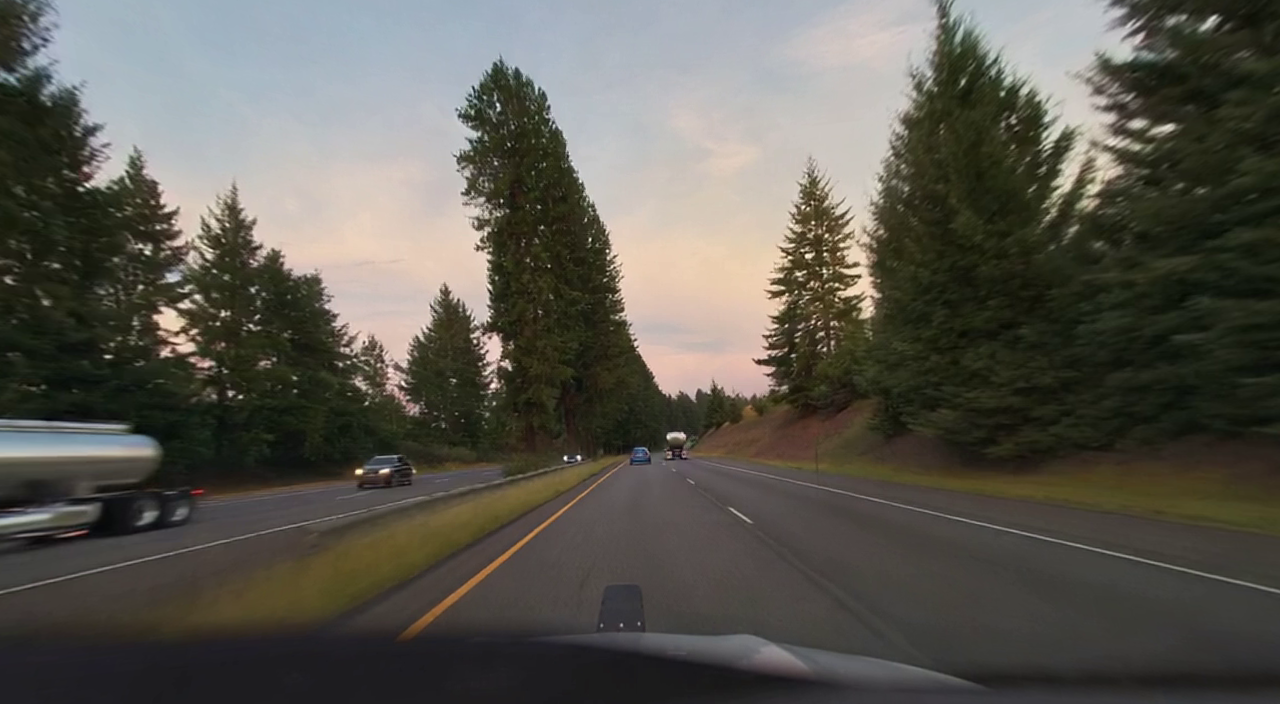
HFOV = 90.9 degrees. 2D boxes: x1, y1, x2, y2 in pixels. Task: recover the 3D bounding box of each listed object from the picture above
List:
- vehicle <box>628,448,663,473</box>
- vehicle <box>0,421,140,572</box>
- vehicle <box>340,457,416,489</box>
[{"bbox_3d":[0.295,6.248,36.498,1.926,1.386,3.615,0,-9,-1],"label":"vehicle"},{"bbox_3d":[-8.738,1.651,7.031,2.123,1.784,5.057,0,-9,0],"label":"vehicle"},{"bbox_3d":[-13.325,6.143,32.377,1.959,1.471,4.543,0,-9,0],"label":"vehicle"}]
